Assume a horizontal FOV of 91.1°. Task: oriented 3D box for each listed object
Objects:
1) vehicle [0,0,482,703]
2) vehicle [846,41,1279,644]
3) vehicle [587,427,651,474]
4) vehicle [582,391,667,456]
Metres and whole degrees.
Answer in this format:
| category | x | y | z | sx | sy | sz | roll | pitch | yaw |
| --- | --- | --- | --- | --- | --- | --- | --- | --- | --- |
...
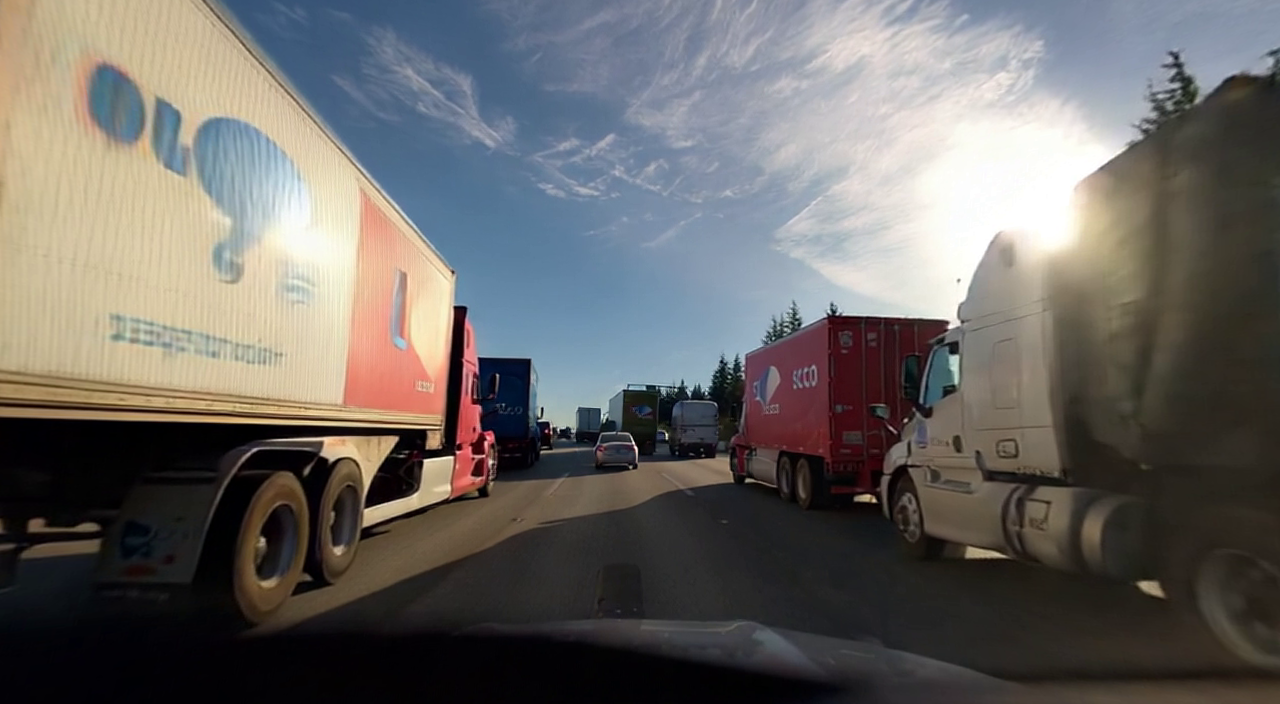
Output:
| category | x | y | z | sx | sy | sz | roll | pitch | yaw |
| --- | --- | --- | --- | --- | --- | --- | --- | --- | --- |
| vehicle | -3.836 | 0.206 | 5.818 | 2.822 | 3.788 | 8.799 | 0 | -8 | -3 |
| vehicle | 5.180 | 0.119 | 5.805 | 2.992 | 3.986 | 5.841 | 3 | -8 | -22 |
| vehicle | -0.888 | 3.598 | 23.262 | 2.060 | 1.540 | 4.374 | 1 | -8 | -6 |
| vehicle | -1.554 | 5.474 | 47.149 | 2.899 | 4.112 | 13.912 | 2 | -8 | -16 |
